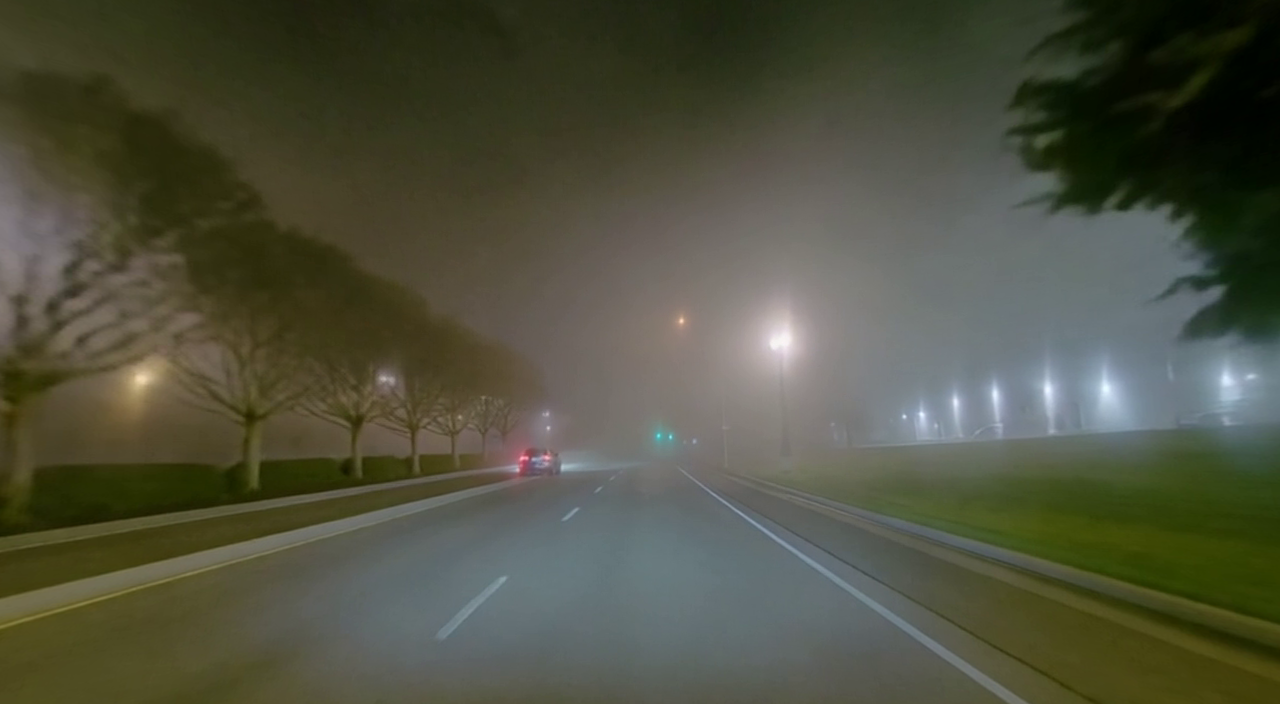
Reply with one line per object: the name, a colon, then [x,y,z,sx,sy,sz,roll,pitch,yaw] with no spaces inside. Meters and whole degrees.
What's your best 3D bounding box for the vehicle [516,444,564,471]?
vehicle: [-5.865,6.217,37.439,1.945,1.461,4.605,0,-8,2]
